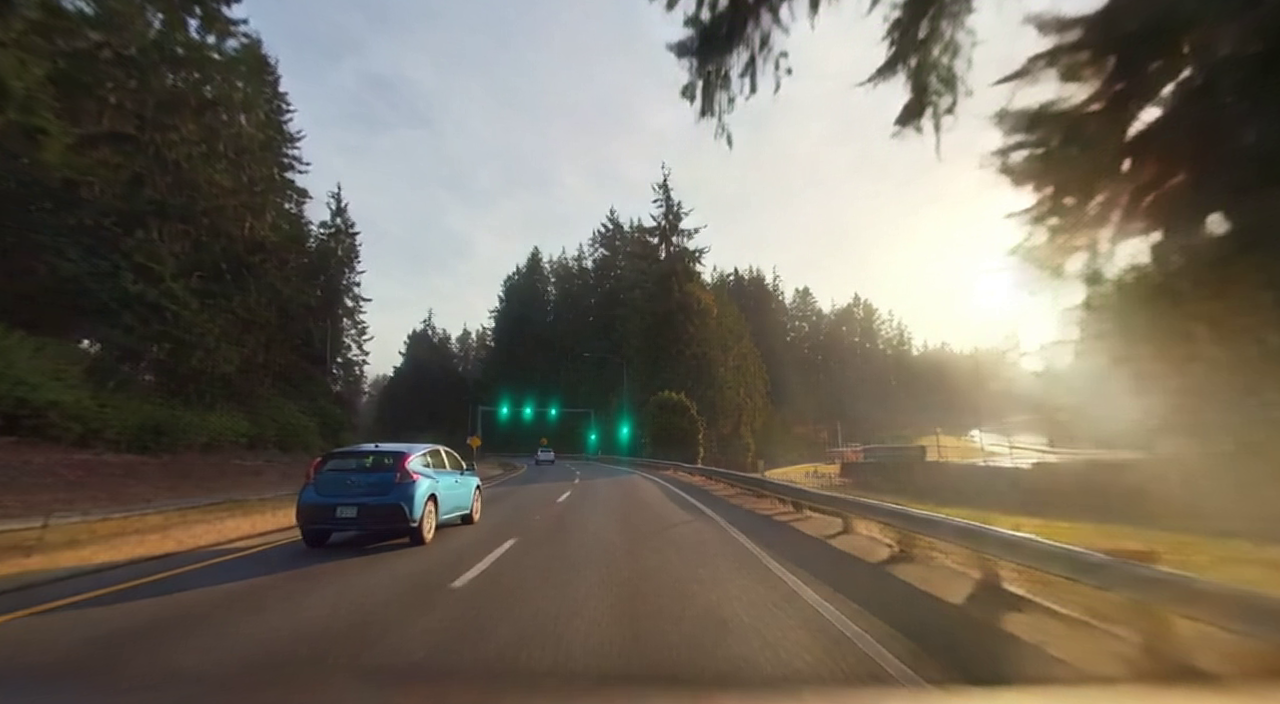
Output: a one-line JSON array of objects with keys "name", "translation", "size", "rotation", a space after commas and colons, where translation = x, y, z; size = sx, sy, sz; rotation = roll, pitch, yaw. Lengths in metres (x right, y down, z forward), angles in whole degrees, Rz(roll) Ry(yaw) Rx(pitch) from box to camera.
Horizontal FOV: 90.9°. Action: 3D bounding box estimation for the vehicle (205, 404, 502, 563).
[{"name": "vehicle", "translation": [-3.919, 1.915, 9.966], "size": [2.336, 1.857, 4.986], "rotation": [0, -8, 0]}]
